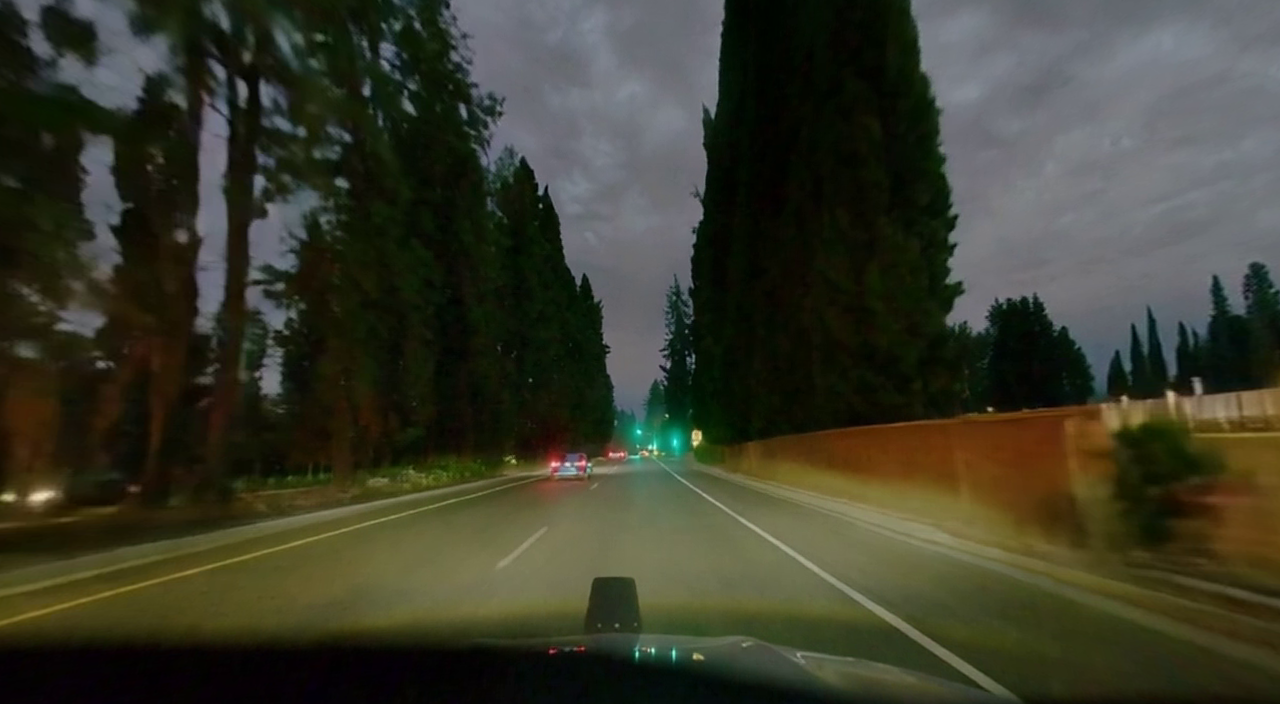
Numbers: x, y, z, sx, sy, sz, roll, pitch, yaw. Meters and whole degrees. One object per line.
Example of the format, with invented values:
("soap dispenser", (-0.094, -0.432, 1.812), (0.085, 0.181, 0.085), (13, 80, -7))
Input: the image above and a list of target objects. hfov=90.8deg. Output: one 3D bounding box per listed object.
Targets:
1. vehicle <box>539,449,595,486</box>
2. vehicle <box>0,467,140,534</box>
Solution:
("vehicle", (-3.099, 5.007, 27.738), (1.870, 1.431, 4.317), (0, -9, 1))
("vehicle", (-16.923, 4.069, 17.689), (1.992, 1.483, 4.649), (0, -8, 1))
